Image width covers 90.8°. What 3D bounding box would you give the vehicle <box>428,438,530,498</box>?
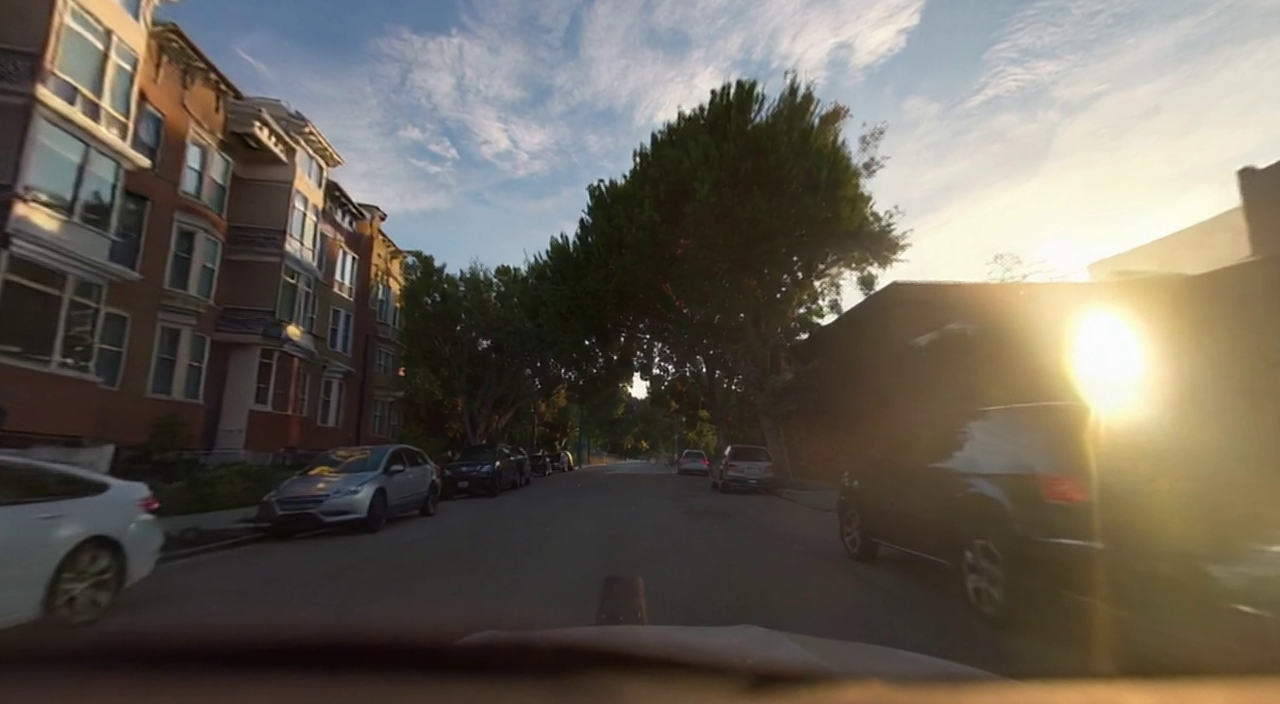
[{"bbox_3d":[-5.877,4.296,23.922,2.499,2.008,5.293,0,-8,0],"label":"vehicle"}]

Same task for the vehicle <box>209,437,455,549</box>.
[{"bbox_3d":[-5.938,2.753,13.266,2.431,1.718,5.431,-3,-8,0],"label":"vehicle"}]

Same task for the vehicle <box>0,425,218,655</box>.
[{"bbox_3d":[-5.617,1.309,4.039,2.256,1.590,5.488,-2,-8,-2],"label":"vehicle"}]

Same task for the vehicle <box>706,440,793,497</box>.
[{"bbox_3d":[3.832,4.179,23.133,2.137,1.848,4.953,0,-8,-2],"label":"vehicle"}]

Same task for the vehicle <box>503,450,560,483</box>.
[{"bbox_3d":[-5.800,6.182,34.476,2.328,1.610,5.161,0,-8,-1],"label":"vehicle"}]

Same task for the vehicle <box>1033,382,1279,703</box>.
[{"bbox_3d":[3.593,0.808,1.593,1.988,1.652,5.017,0,-8,0],"label":"vehicle"}]
